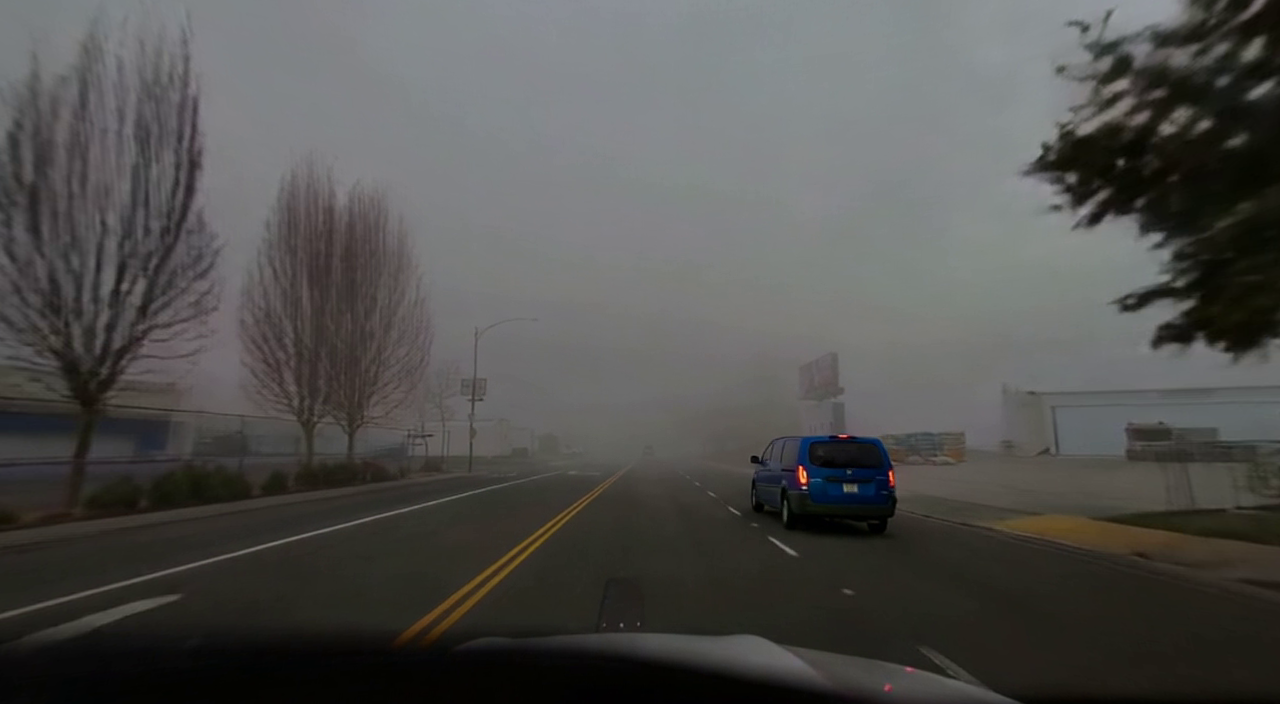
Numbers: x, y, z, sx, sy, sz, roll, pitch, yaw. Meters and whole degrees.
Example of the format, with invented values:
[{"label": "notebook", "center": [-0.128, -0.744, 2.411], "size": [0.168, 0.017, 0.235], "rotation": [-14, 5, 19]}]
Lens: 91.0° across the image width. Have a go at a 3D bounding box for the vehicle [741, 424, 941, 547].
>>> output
[{"label": "vehicle", "center": [3.432, 2.380, 11.989], "size": [2.202, 1.822, 4.826], "rotation": [0, -9, 0]}]
